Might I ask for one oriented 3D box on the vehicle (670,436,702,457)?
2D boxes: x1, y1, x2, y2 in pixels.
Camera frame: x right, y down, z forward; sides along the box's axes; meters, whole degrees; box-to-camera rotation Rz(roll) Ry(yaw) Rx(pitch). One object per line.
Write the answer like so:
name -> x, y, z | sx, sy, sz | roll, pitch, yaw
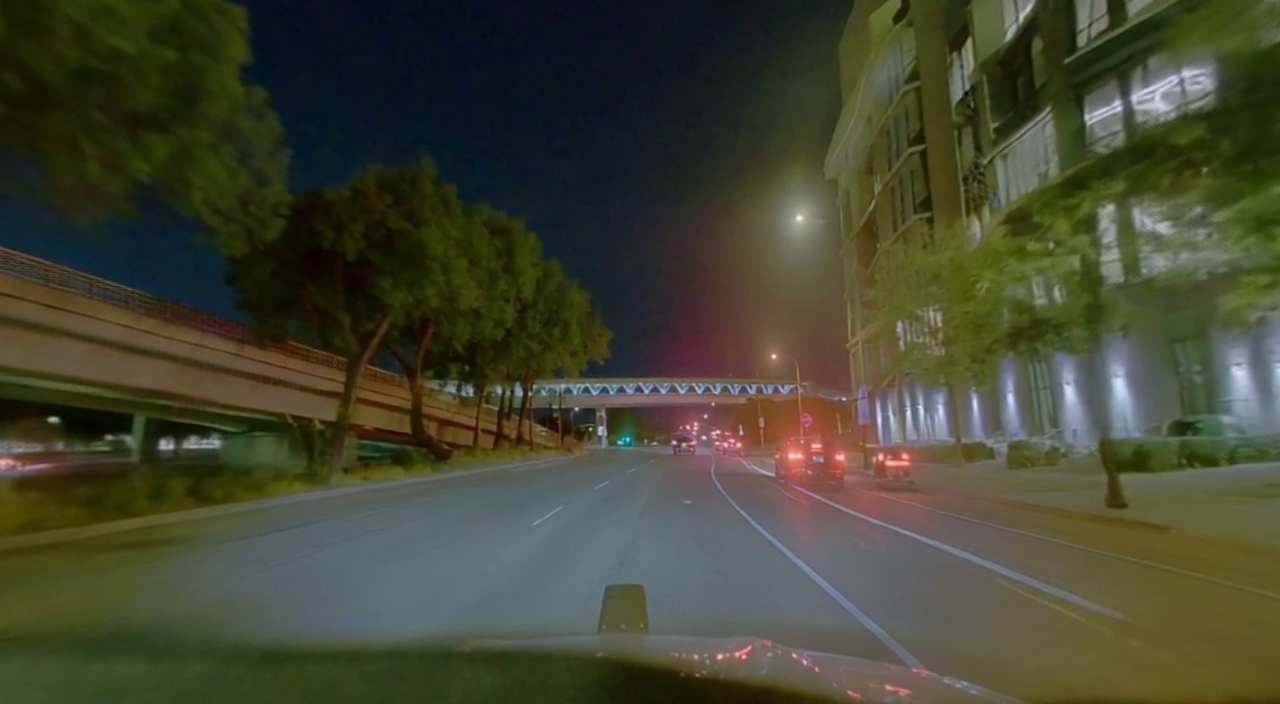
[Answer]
vehicle -> 3.514, 7.100, 47.539 | 2.280, 1.475, 4.051 | -1, -8, 6
